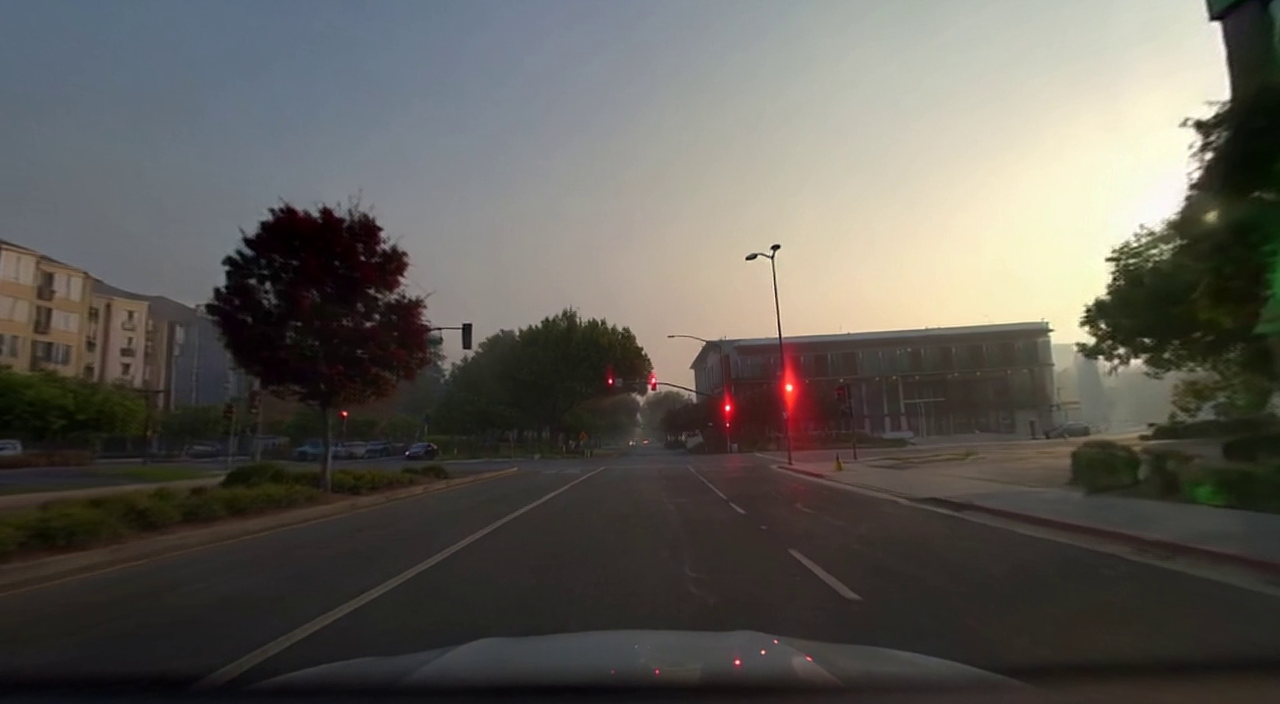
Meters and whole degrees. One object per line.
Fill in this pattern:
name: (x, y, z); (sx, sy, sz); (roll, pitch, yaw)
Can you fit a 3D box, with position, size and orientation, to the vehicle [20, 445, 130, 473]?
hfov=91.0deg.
vehicle: (-32.076, 6.094, 35.956); (1.852, 1.485, 4.683); (0, -9, 1)
